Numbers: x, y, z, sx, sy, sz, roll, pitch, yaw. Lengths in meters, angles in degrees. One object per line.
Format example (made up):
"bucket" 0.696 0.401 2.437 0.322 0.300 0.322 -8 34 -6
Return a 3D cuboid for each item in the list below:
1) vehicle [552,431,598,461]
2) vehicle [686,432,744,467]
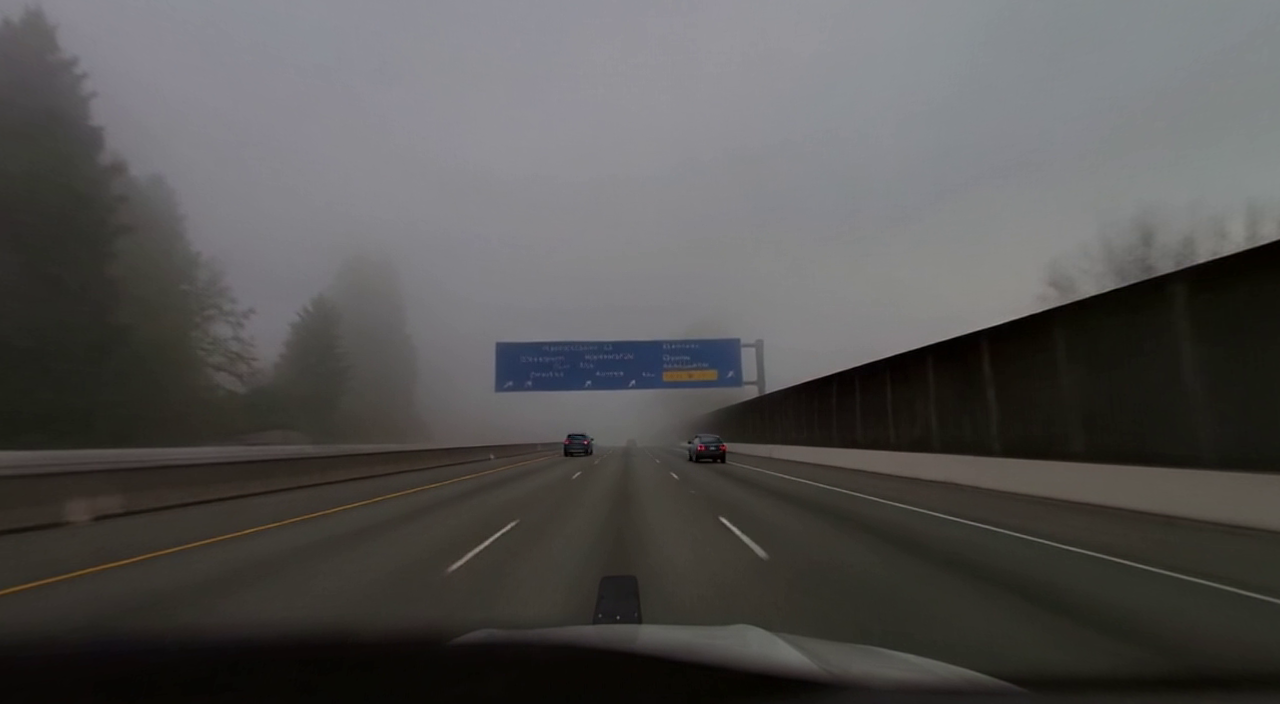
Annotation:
"vehicle" -3.755 5.508 37.111 2.219 1.660 4.153 0 -8 0
"vehicle" 3.438 4.570 29.725 2.077 1.523 4.539 0 -8 -2
